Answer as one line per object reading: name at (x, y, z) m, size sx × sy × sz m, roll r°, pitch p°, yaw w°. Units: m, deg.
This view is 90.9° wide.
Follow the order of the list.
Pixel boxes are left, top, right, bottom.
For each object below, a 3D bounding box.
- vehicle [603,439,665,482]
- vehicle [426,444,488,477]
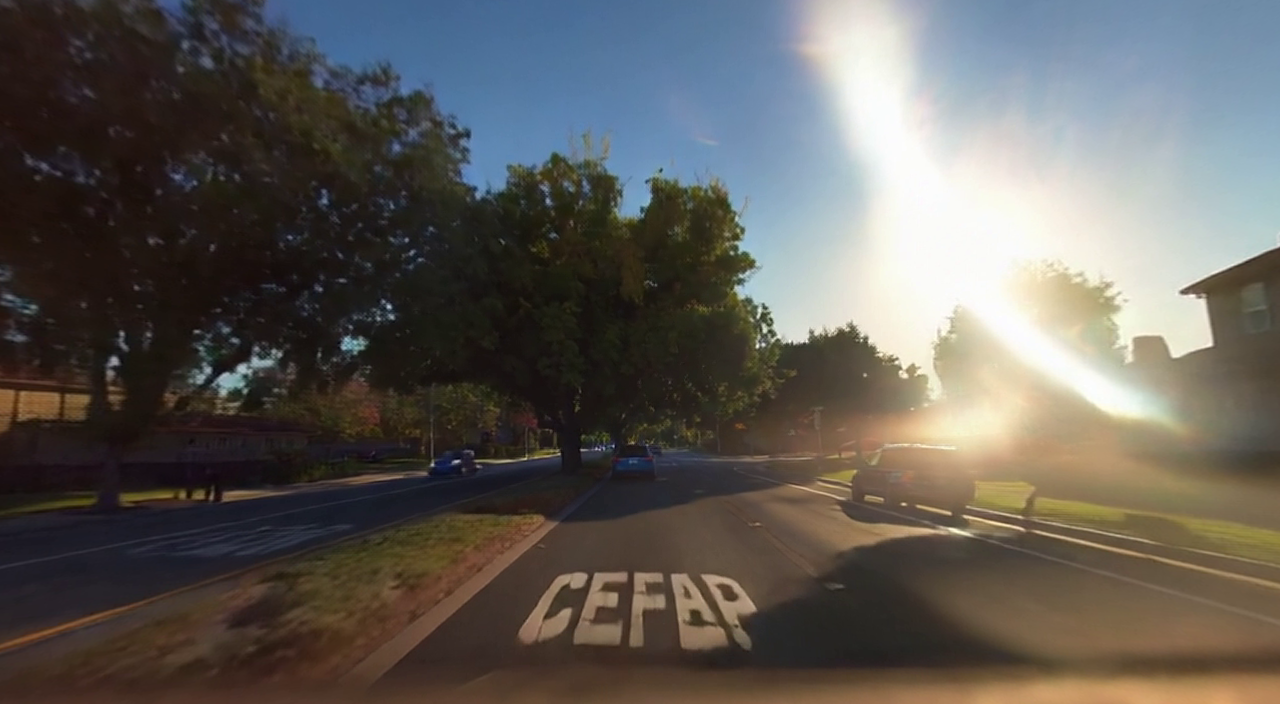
vehicle at (-0.264, 4.170, 24.622) m, size 2.158 × 1.469 × 4.909 m, roll 0°, pitch -8°, yaw -1°
vehicle at (-9.232, 5.488, 32.133) m, size 1.945 × 1.530 × 3.740 m, roll -1°, pitch -8°, yaw 1°
